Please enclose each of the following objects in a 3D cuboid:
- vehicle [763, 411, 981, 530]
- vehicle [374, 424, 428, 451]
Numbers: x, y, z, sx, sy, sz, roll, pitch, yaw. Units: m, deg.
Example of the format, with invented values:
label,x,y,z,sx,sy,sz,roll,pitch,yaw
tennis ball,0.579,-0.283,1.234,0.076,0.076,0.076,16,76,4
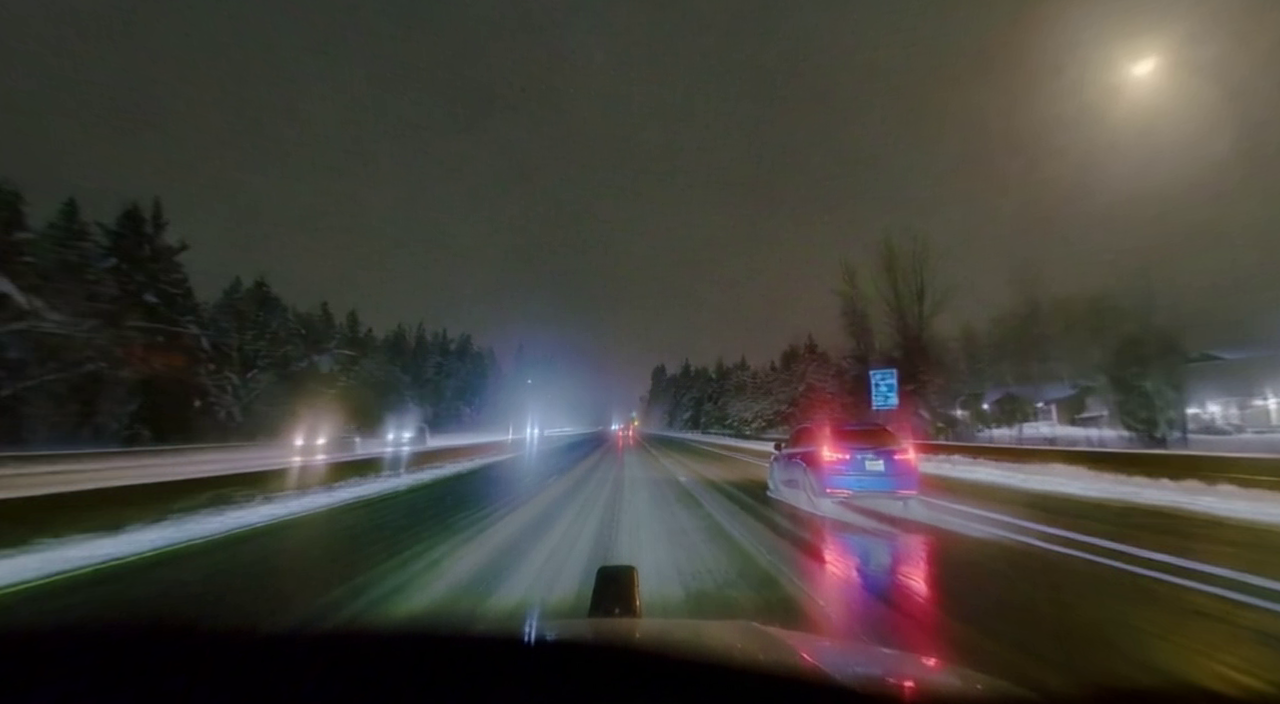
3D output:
label,x,y,z,sx,sy,sz,roll,pitch,yaw
vehicle,3.475,1.843,10.366,1.973,1.563,3.959,0,-8,-2
vehicle,-17.434,6.266,46.111,2.102,1.837,4.818,0,-8,-1
